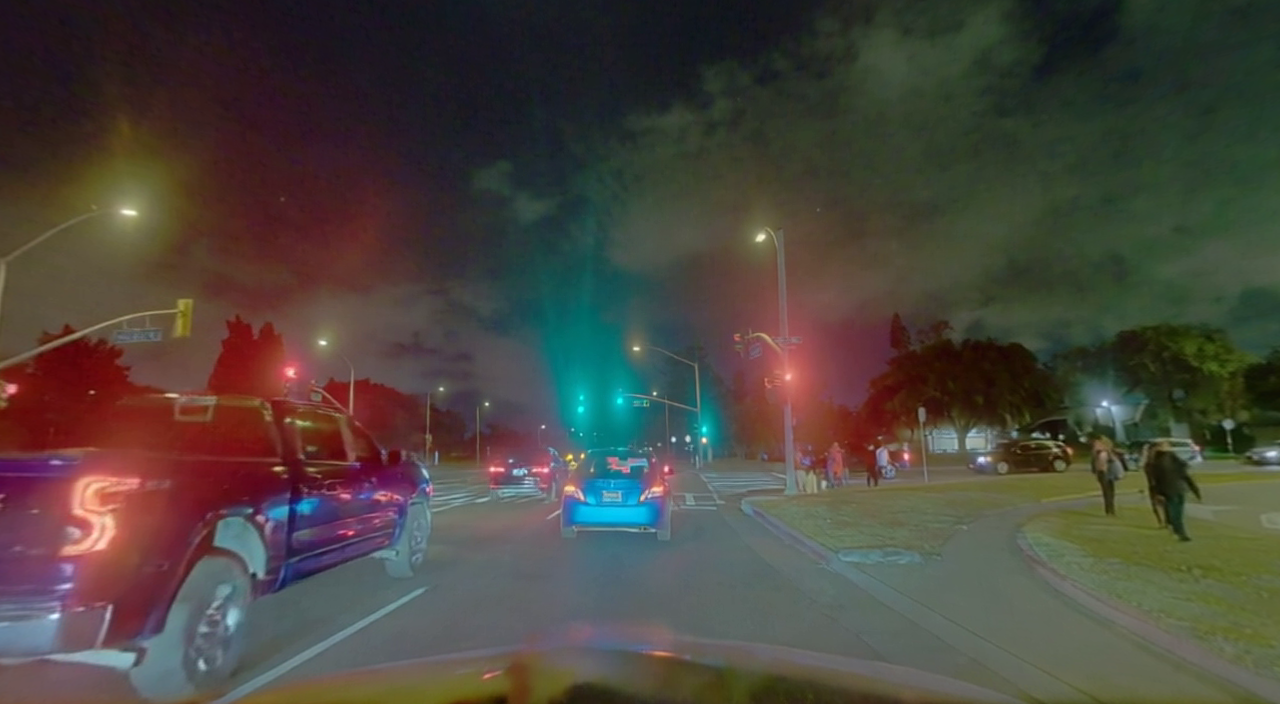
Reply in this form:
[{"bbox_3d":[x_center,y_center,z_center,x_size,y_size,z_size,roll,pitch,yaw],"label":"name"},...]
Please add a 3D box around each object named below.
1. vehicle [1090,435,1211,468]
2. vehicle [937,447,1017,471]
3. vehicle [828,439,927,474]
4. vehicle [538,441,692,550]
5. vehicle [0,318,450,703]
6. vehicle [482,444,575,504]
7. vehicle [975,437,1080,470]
[{"bbox_3d":[29.027,5.676,35.954,4.967,1.794,2.044,0,-9,3],"label":"vehicle"},{"bbox_3d":[21.211,6.724,39.793,3.983,1.443,1.831,0,-9,1],"label":"vehicle"},{"bbox_3d":[12.302,5.428,32.894,4.394,1.724,1.886,0,-9,1],"label":"vehicle"},{"bbox_3d":[-0.310,2.342,11.077,2.144,1.497,4.446,0,-9,1],"label":"vehicle"},{"bbox_3d":[-3.576,1.180,5.375,2.202,1.961,4.980,0,-9,2],"label":"vehicle"},{"bbox_3d":[-3.361,3.764,20.042,2.003,1.655,4.878,0,-9,0],"label":"vehicle"},{"bbox_3d":[22.021,5.763,35.964,4.529,1.786,2.110,0,-9,2],"label":"vehicle"}]
